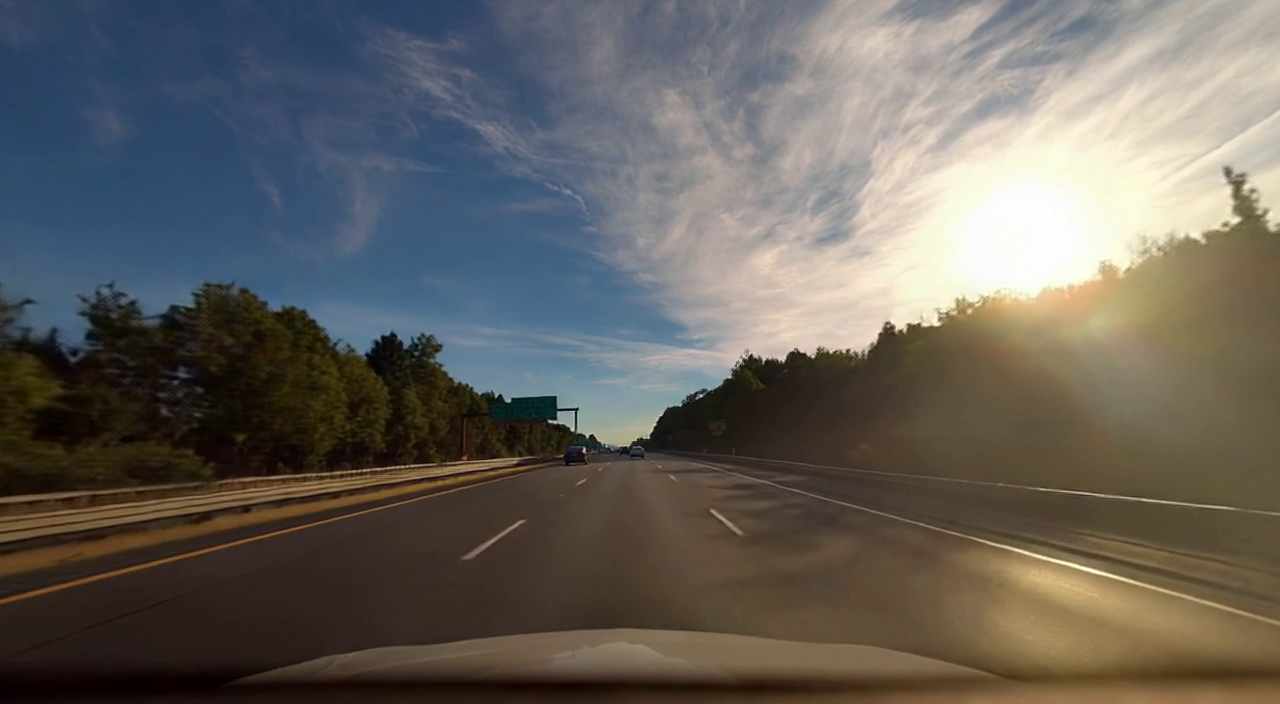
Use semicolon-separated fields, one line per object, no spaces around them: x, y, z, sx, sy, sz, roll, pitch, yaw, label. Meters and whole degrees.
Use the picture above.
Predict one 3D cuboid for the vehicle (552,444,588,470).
-4.556;6.938;41.532;1.958;1.587;4.801;0;-9;-2;vehicle
